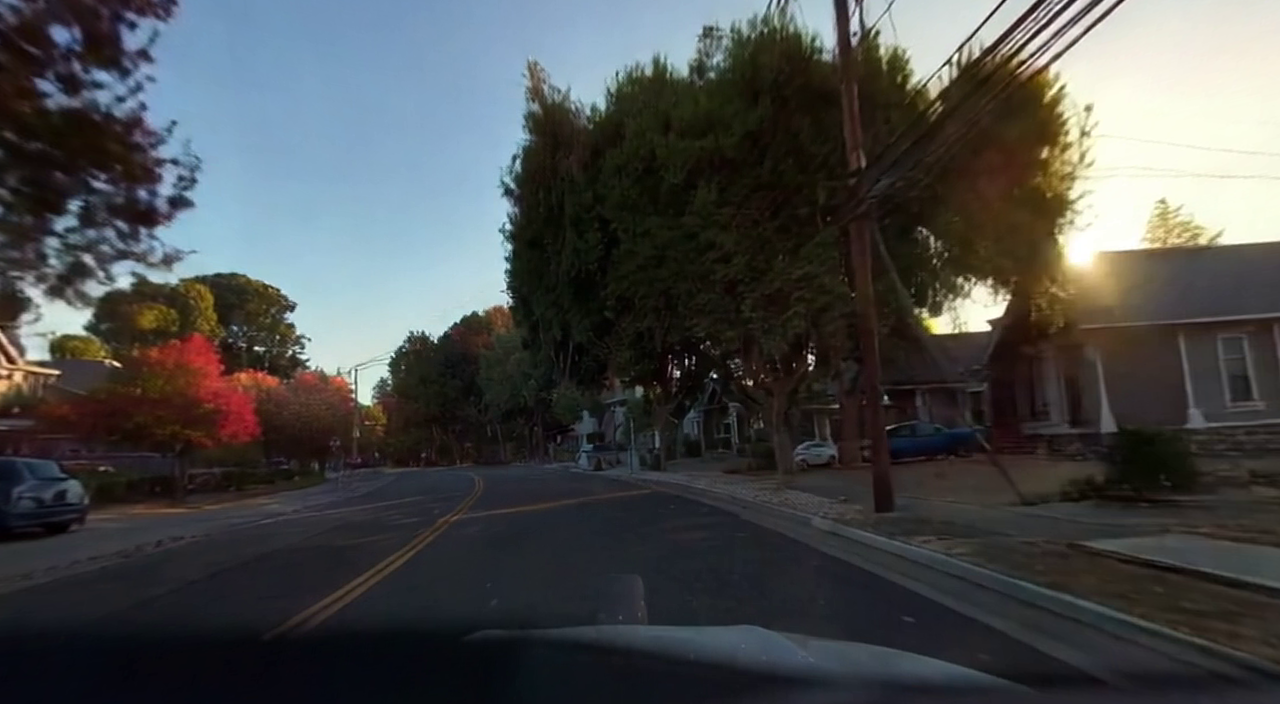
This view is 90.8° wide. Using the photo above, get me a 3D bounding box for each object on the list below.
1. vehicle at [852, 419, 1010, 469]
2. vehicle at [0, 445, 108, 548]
[{"bbox_3d":[10.084,3.242,22.235,4.566,1.623,1.906,-1,-8,5],"label":"vehicle"},{"bbox_3d":[-13.152,2.668,11.984,4.321,1.772,2.161,-1,-8,7],"label":"vehicle"}]
